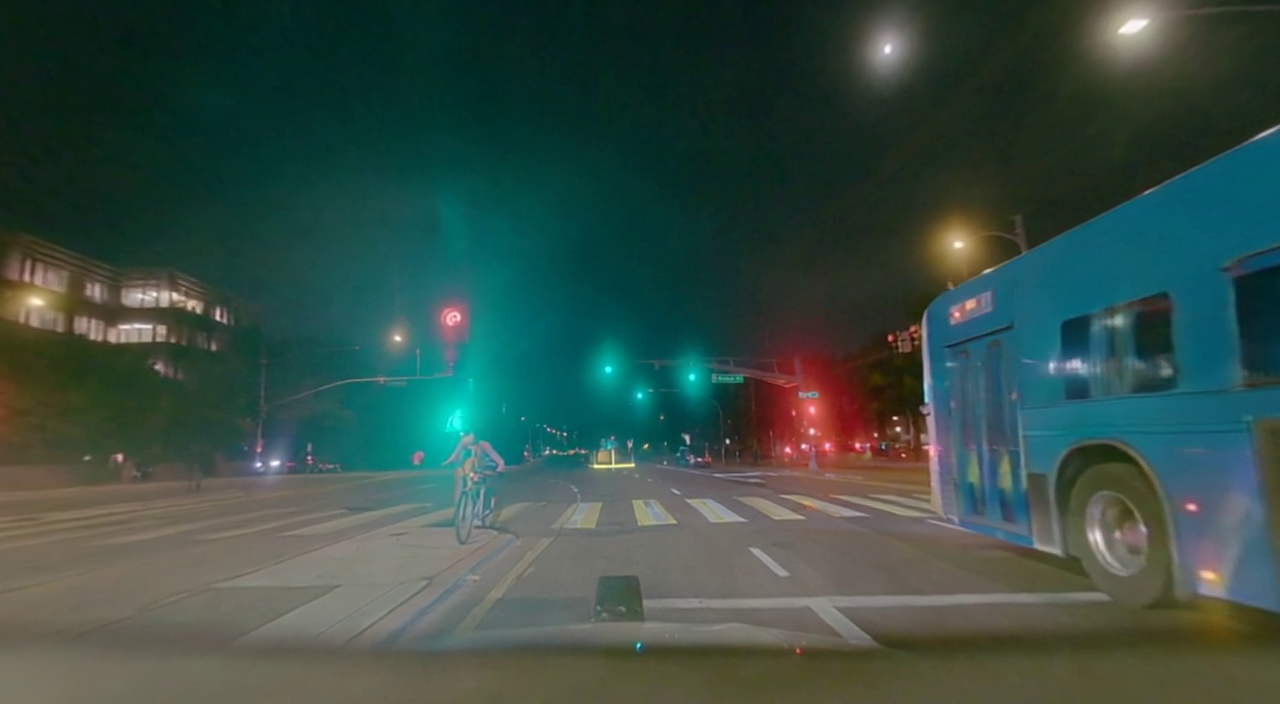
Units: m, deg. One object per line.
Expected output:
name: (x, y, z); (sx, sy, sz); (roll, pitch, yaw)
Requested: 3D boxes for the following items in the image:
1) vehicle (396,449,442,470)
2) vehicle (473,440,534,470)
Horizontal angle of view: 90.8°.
vehicle: (-17.055, 8.248, 48.663); (2.036, 1.467, 3.979); (7, -11, -39)
vehicle: (-7.700, 5.756, 35.437); (2.123, 1.544, 4.158); (5, -10, -30)
